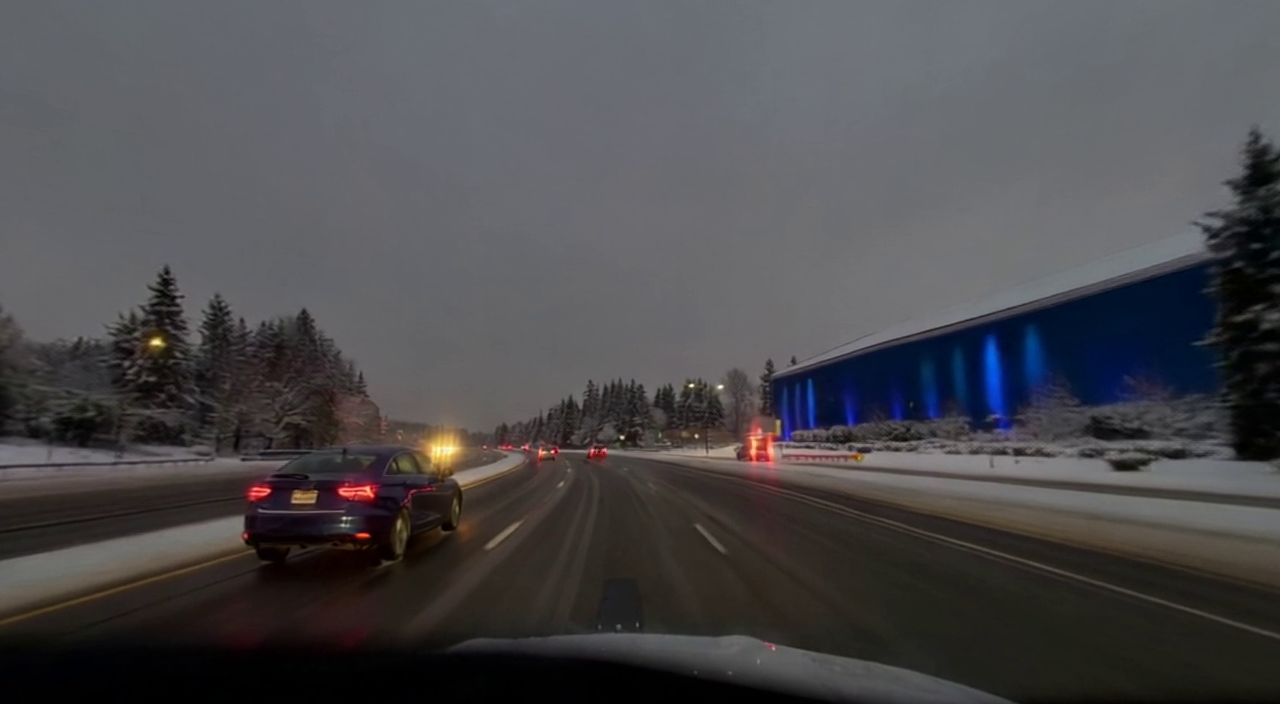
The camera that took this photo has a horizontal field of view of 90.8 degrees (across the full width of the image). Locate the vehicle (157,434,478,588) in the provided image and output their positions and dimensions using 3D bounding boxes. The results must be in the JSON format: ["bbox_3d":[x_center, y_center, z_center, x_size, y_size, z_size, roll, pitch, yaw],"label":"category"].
[{"bbox_3d":[-3.705,1.870,8.391,2.018,1.476,4.364,0,-8,-1],"label":"vehicle"}]
